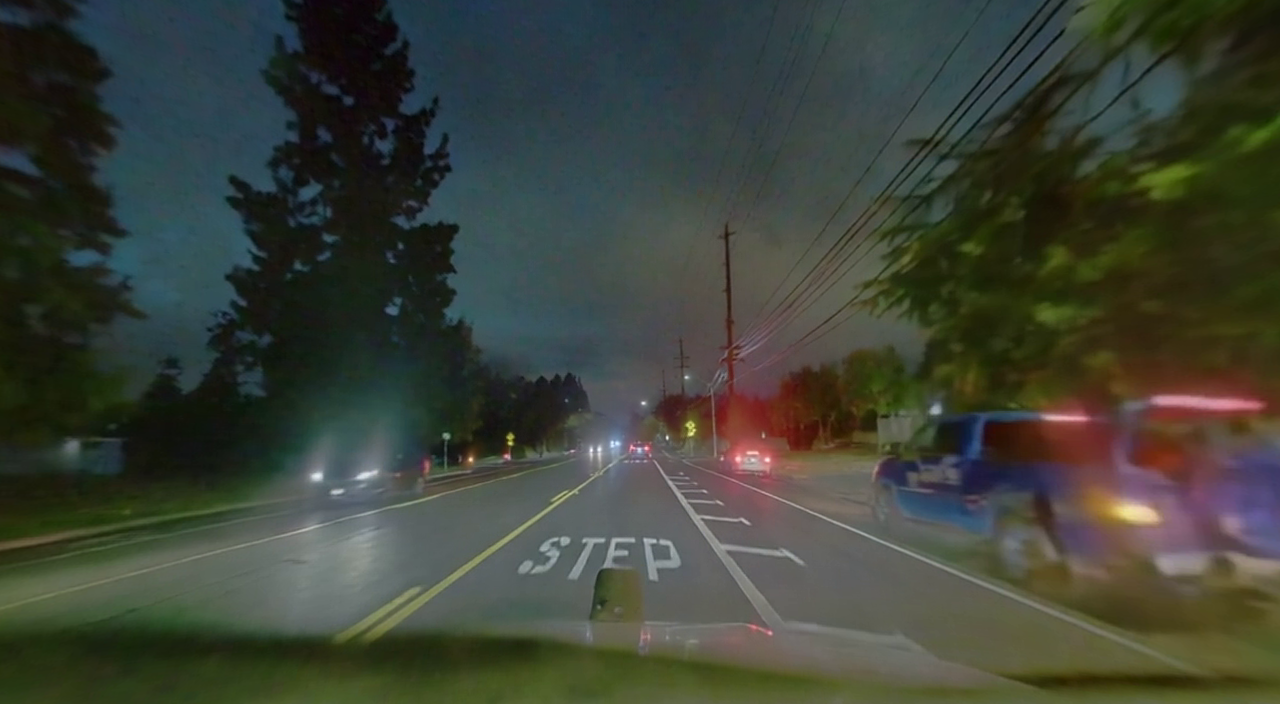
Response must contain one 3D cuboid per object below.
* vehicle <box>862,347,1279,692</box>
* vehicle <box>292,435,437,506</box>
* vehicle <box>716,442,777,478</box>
[{"bbox_3d":[4.722,1.408,6.856,2.335,1.972,6.368,0,-8,0],"label":"vehicle"},{"bbox_3d":[-7.444,3.230,17.695,1.989,1.706,4.495,0,-8,1],"label":"vehicle"},{"bbox_3d":[4.766,4.879,28.903,1.987,1.479,4.562,0,-8,0],"label":"vehicle"}]
